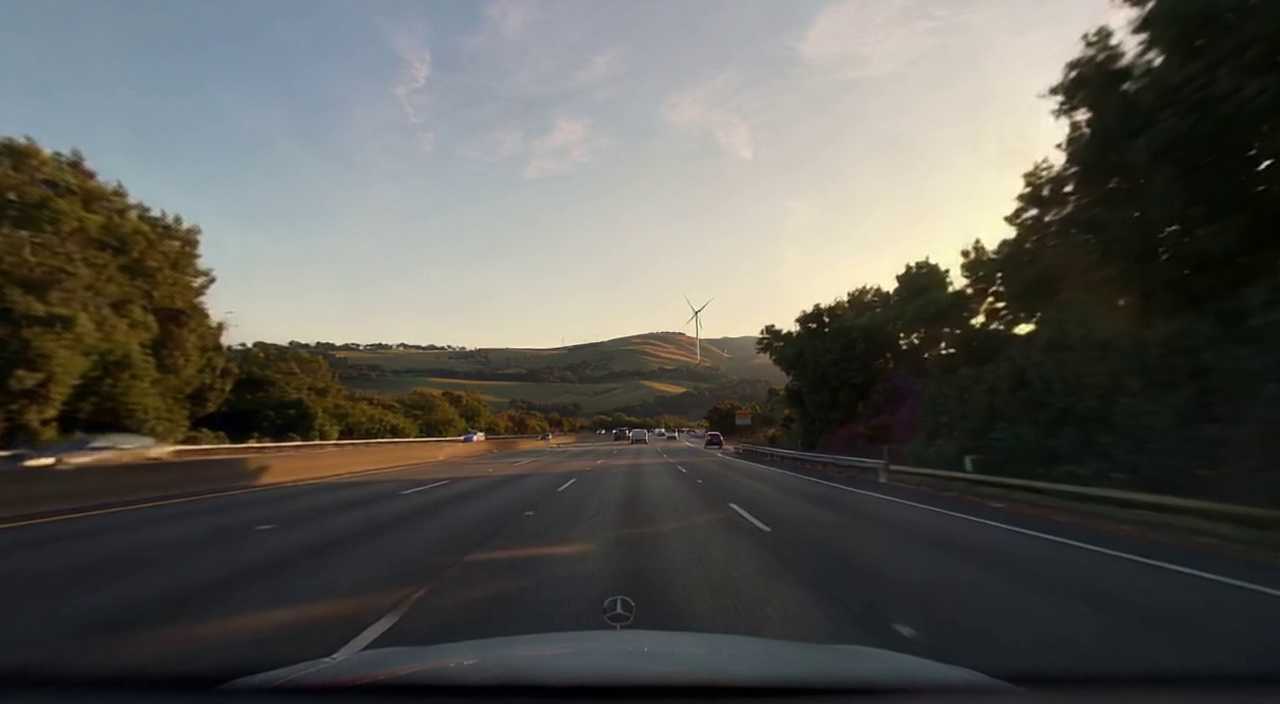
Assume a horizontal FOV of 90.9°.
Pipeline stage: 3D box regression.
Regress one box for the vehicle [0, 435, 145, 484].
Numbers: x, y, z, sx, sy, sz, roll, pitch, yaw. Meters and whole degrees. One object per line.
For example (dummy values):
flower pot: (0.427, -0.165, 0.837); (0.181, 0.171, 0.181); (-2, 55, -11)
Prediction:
vehicle: (-19.321, 3.518, 21.098); (1.933, 1.467, 4.408); (0, -8, 0)
